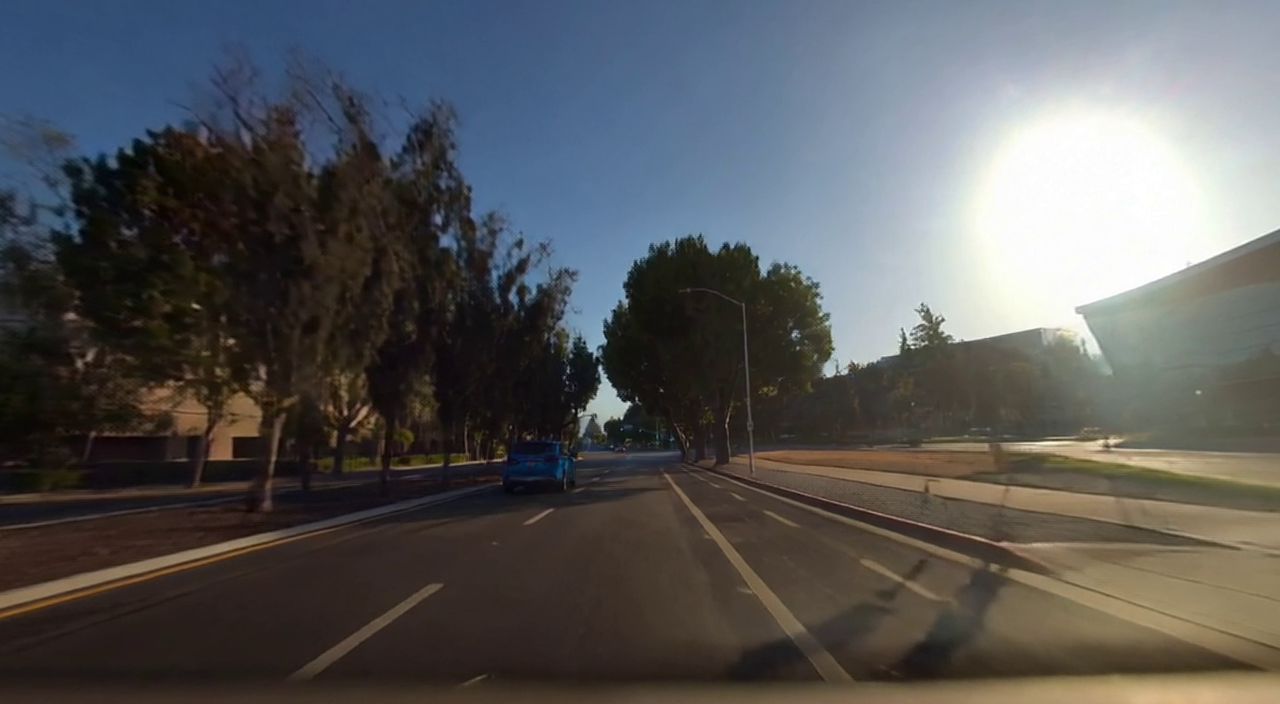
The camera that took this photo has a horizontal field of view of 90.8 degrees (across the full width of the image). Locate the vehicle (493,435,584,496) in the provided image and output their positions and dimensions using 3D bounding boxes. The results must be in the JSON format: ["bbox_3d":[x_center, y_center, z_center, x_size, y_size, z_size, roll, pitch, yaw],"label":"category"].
[{"bbox_3d":[-3.091,3.578,20.287,2.121,1.724,4.392,0,-9,1],"label":"vehicle"}]
